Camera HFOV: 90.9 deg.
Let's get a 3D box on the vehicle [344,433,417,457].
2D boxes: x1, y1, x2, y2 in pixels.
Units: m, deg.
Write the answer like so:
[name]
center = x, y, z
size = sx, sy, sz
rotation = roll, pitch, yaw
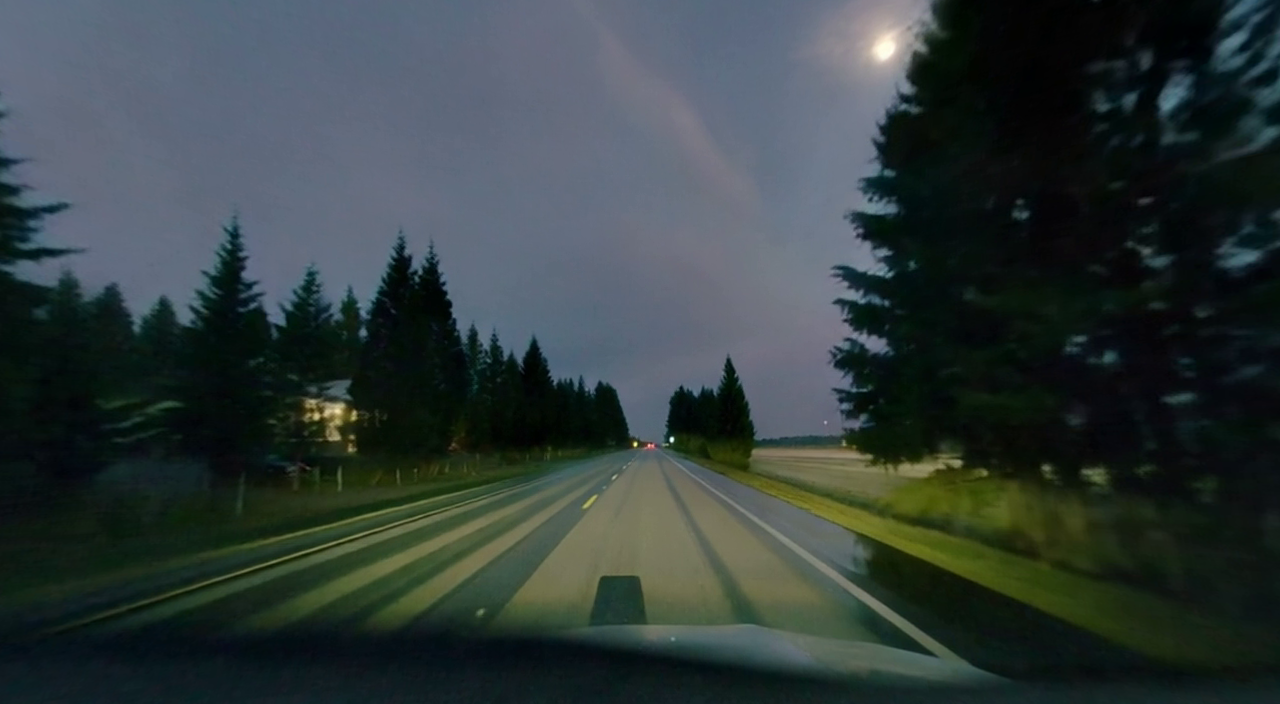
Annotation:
[vehicle]
center = -19.903, 7.157, 48.565
size = 4.640, 1.765, 2.242
rotation = 0, -9, -3
